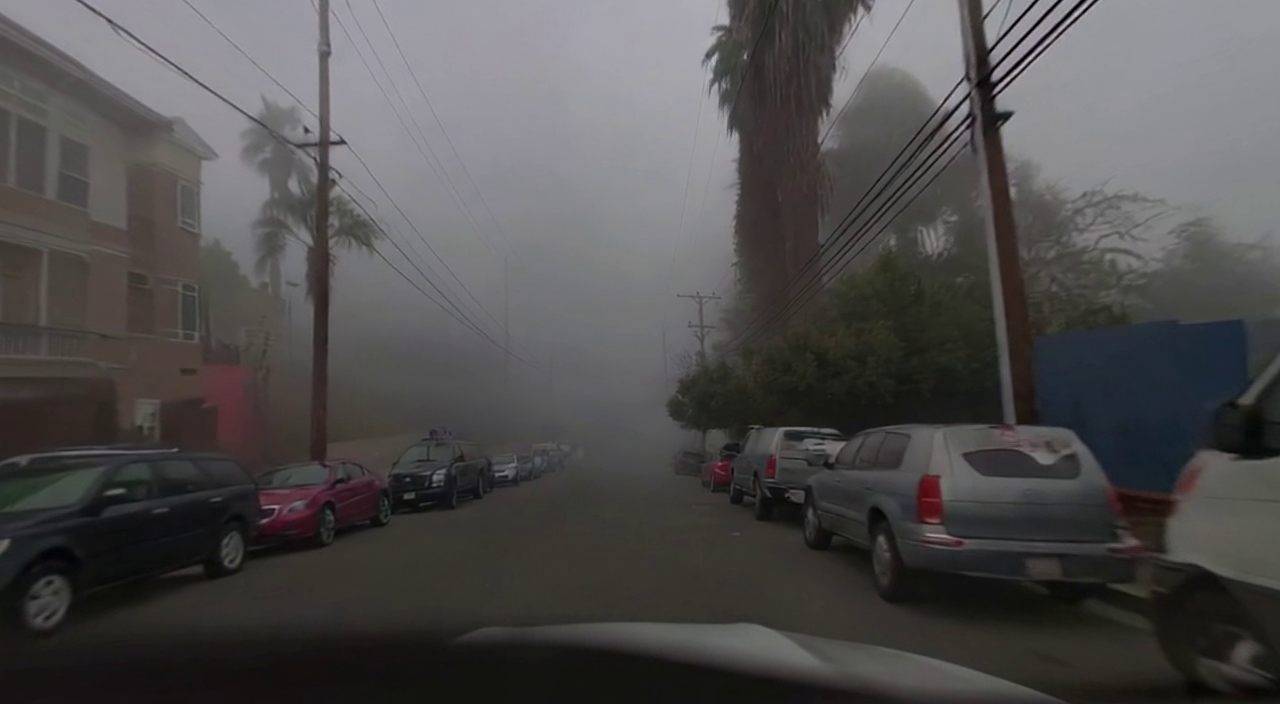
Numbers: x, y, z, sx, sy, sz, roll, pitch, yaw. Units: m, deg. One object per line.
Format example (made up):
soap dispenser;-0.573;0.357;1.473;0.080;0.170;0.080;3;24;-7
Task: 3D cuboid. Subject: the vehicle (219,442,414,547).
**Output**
vehicle;-6.444;2.811;13.214;1.909;1.806;4.275;0;-8;-2

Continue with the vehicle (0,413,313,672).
vehicle;-6.120;1.787;7.116;2.349;1.952;4.848;0;-8;-2

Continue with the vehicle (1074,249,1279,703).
vehicle;3.083;0.439;0.400;2.182;1.964;4.796;0;-8;1

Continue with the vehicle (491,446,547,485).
vehicle;-6.475;6.072;34.176;2.131;1.777;4.783;-3;-8;-1

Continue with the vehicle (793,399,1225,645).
vehicle;3.026;1.450;6.357;1.880;1.675;3.928;0;-8;-1

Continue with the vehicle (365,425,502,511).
vehicle;-6.137;3.526;19.729;2.281;2.248;5.873;0;-8;0

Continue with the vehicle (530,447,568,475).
vehicle;-6.450;7.742;45.206;2.112;1.847;5.089;0;-8;-1
